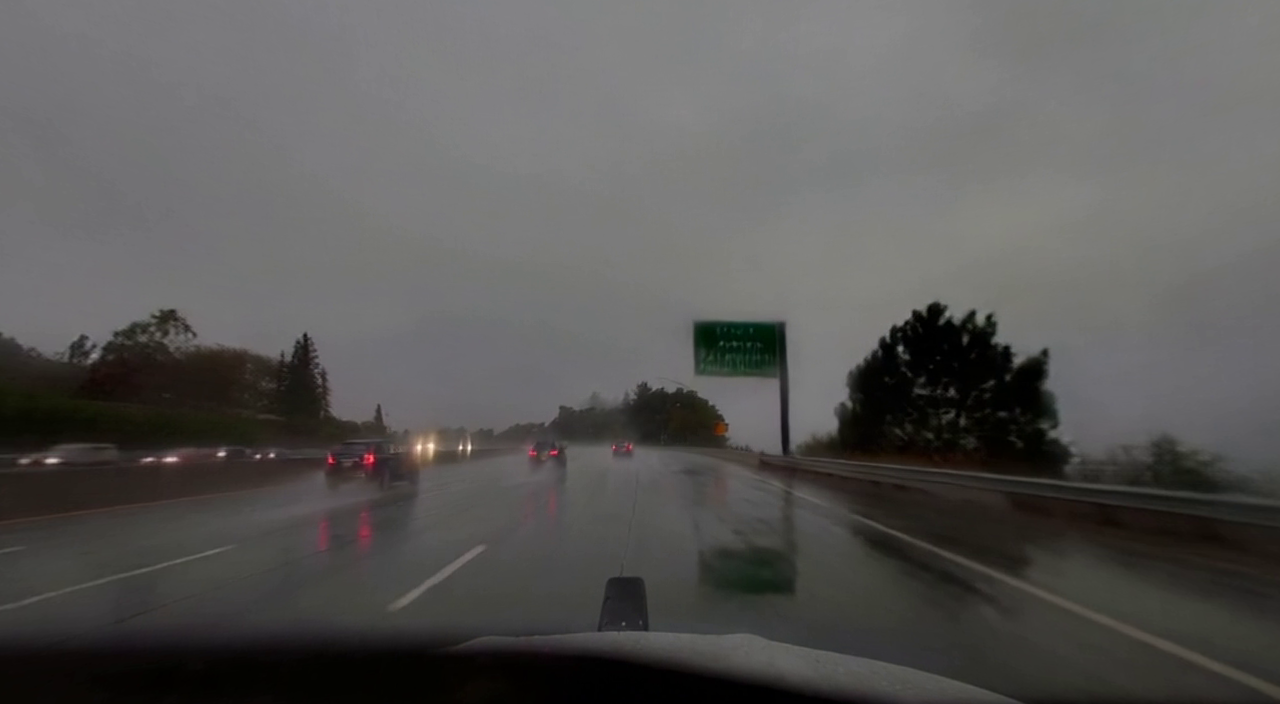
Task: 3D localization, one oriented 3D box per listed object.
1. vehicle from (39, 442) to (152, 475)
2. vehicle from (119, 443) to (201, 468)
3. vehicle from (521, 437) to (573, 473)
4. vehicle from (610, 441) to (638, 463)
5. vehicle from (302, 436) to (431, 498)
[{"bbox_3d":[-28.246,5.502,32.955,1.849,1.575,4.587,0,-8,-1],"label":"vehicle"},{"bbox_3d":[-32.064,6.906,42.348,1.871,1.567,4.752,0,-8,-2],"label":"vehicle"},{"bbox_3d":[-4.481,5.043,31.081,1.991,1.610,4.606,0,-8,-1],"label":"vehicle"},{"bbox_3d":[-1.110,6.982,44.336,1.881,1.460,3.694,0,-8,-2],"label":"vehicle"},{"bbox_3d":[-7.974,3.378,18.882,2.086,1.628,4.039,0,-8,-1],"label":"vehicle"}]
